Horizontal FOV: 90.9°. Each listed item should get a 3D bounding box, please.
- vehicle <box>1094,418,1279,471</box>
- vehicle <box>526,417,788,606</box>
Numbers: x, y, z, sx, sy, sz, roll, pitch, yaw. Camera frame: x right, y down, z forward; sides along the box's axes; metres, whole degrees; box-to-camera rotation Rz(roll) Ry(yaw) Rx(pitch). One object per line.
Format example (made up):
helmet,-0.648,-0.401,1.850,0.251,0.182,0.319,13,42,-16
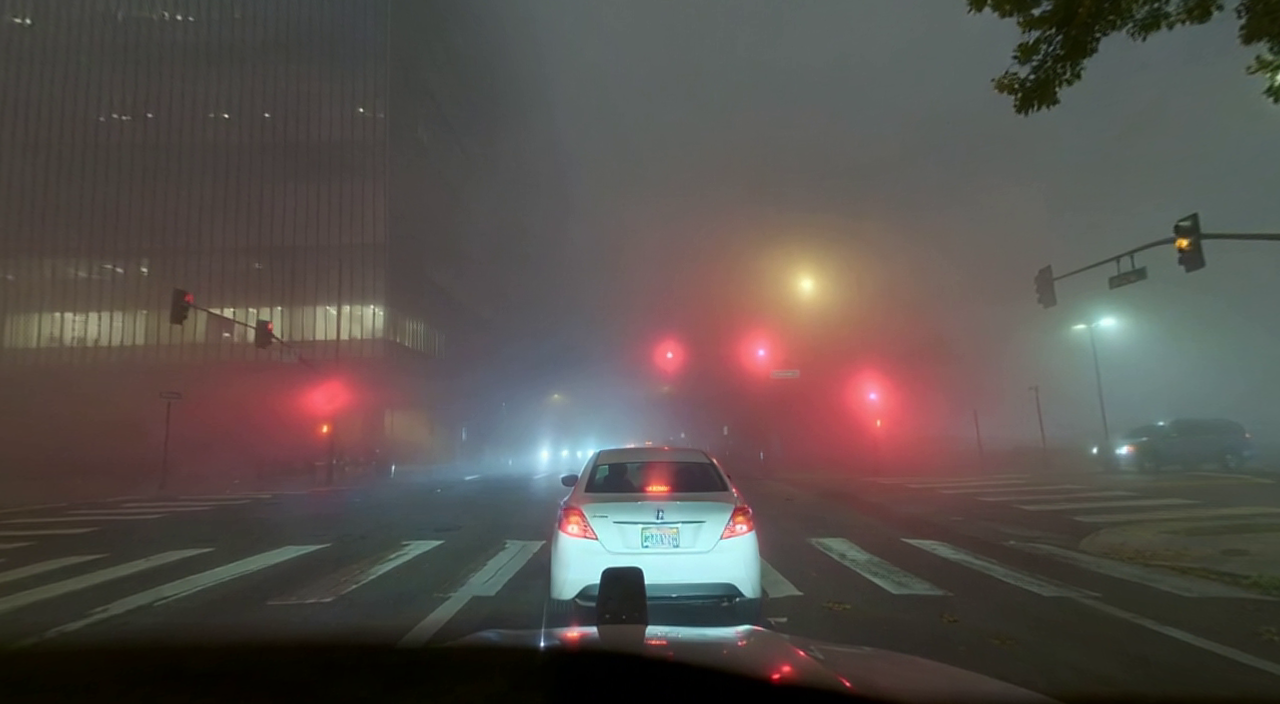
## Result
vehicle,19.126,3.261,22.220,4.675,1.772,1.945,0,-8,-1
vehicle,-0.157,1.645,7.490,1.893,1.532,4.145,2,-9,-16
